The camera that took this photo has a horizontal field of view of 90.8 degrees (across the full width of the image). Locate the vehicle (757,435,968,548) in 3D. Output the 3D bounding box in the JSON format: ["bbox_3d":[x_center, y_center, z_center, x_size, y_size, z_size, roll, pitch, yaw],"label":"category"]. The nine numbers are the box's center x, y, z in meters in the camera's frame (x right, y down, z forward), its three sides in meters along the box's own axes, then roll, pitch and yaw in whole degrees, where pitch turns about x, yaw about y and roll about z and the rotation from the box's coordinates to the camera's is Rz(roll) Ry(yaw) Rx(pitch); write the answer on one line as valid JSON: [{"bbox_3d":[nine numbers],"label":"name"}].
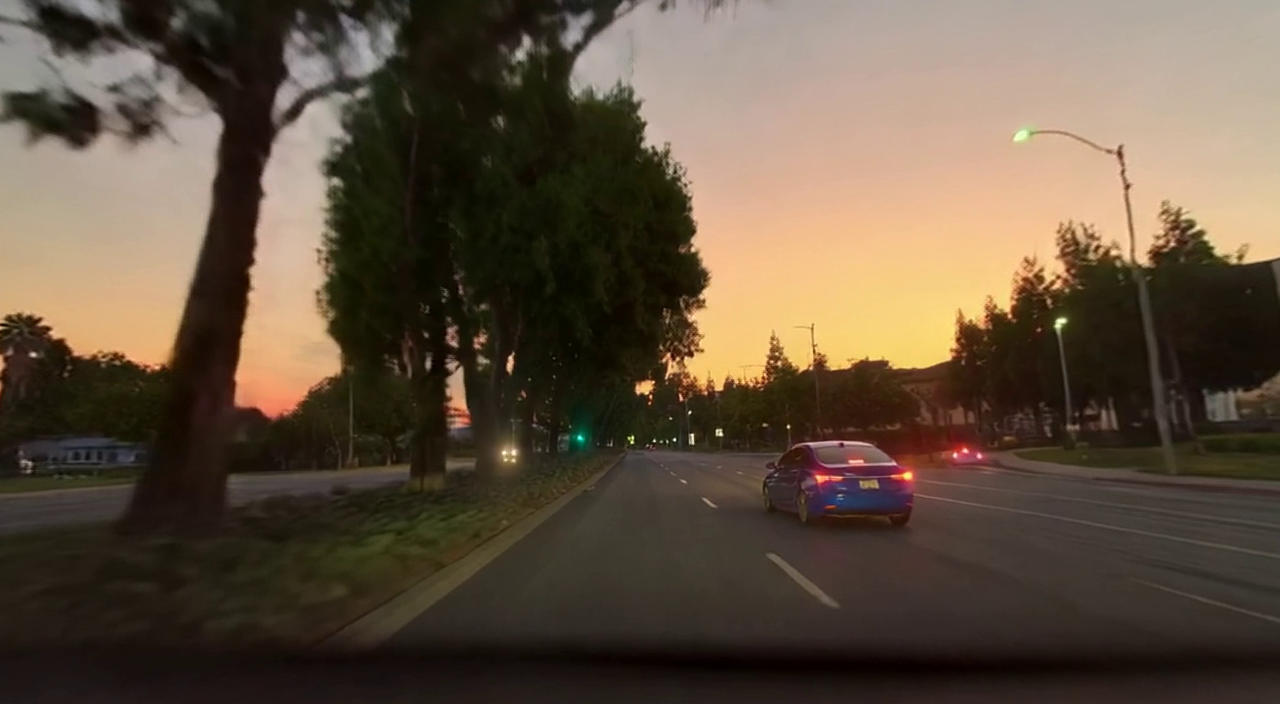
[{"bbox_3d":[3.366,2.176,10.594,1.950,1.473,4.259,0,-8,0],"label":"vehicle"}]

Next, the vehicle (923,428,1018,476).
[{"bbox_3d":[17.097,5.214,33.146,2.868,2.233,6.035,-2,-9,13],"label":"vehicle"}]
